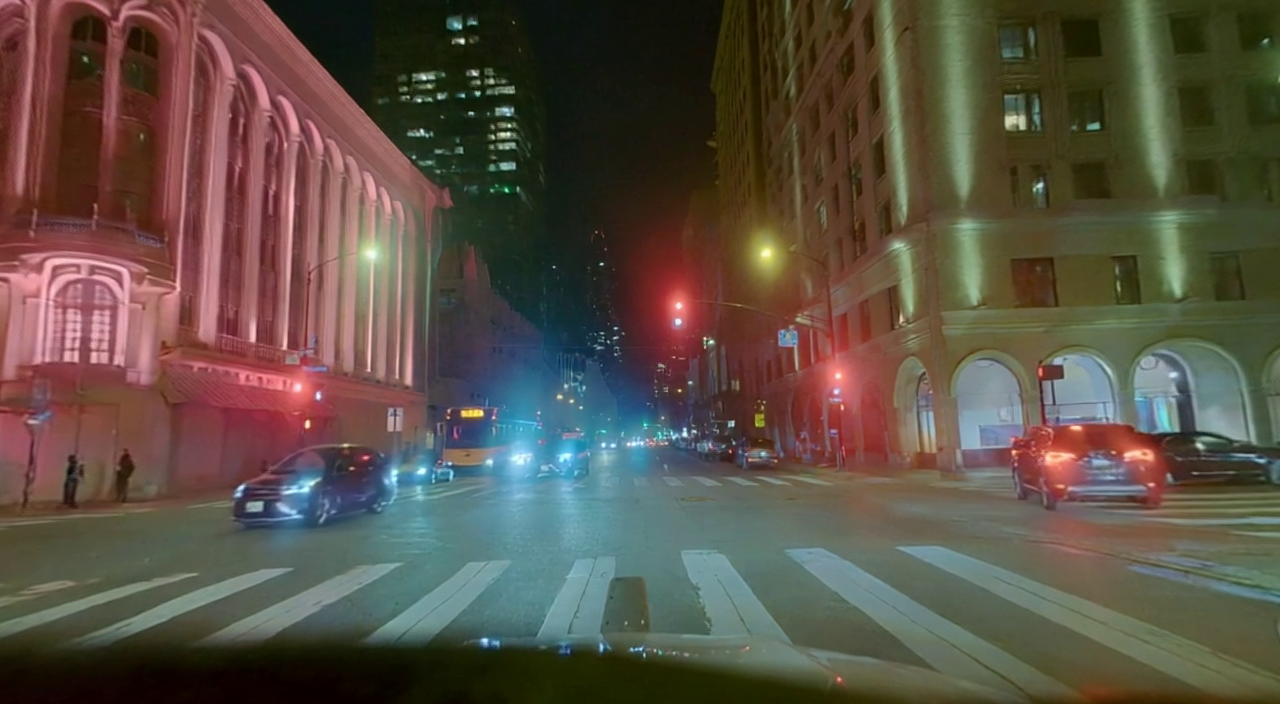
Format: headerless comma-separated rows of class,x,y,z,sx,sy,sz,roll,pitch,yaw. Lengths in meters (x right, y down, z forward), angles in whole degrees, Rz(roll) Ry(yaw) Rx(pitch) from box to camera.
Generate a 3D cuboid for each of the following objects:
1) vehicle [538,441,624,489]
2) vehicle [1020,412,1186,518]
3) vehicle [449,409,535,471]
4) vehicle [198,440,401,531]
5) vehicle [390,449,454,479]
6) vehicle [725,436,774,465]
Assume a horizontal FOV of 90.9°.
vehicle,-2.113,3.702,21.159,1.904,1.402,4.759,3,-9,-18
vehicle,8.353,1.996,11.607,1.912,1.505,4.889,-6,-10,34
vehicle,-8.930,5.564,39.601,2.981,3.391,9.957,0,-8,0
vehicle,-6.483,2.544,12.639,1.861,1.508,4.052,0,-8,-1
vehicle,-11.939,6.115,34.796,1.998,1.505,4.405,0,-8,0
vehicle,6.243,5.643,36.296,1.926,1.574,3.961,0,-8,-2
